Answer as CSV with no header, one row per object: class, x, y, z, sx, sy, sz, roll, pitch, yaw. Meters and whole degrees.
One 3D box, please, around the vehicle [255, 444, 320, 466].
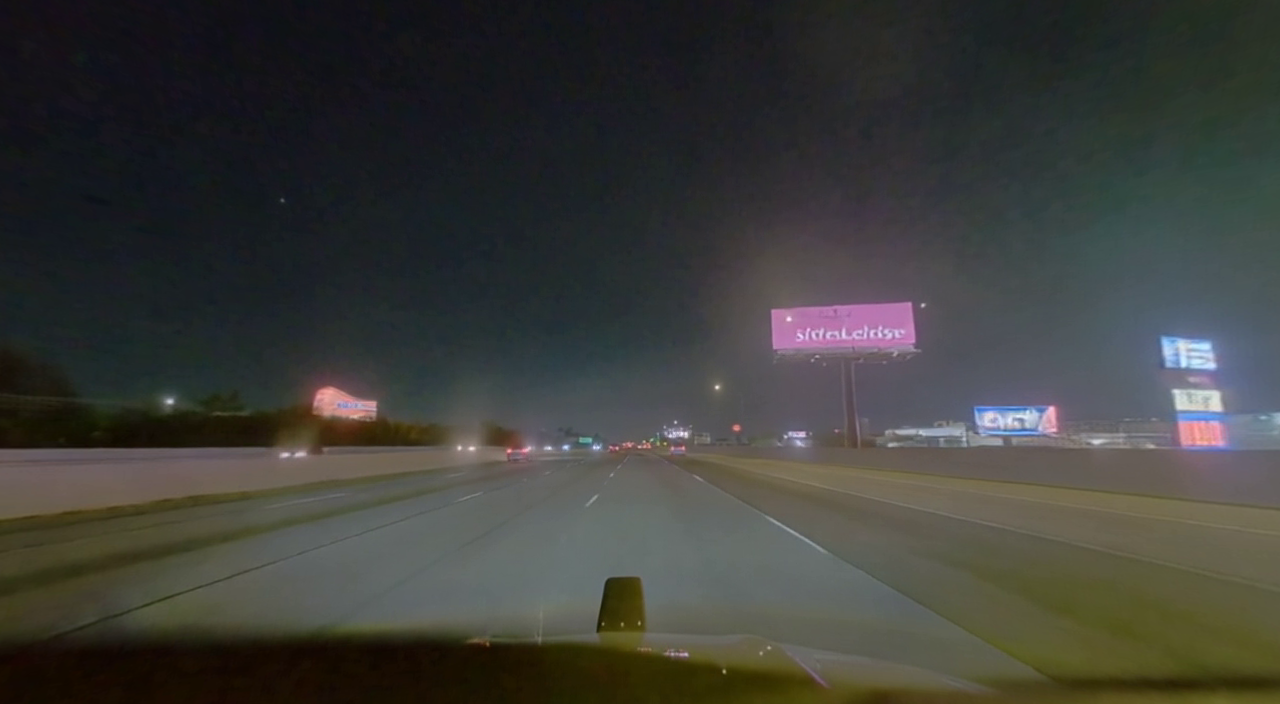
vehicle,-25.572,7.471,45.763,1.935,1.519,4.731,0,-8,0
